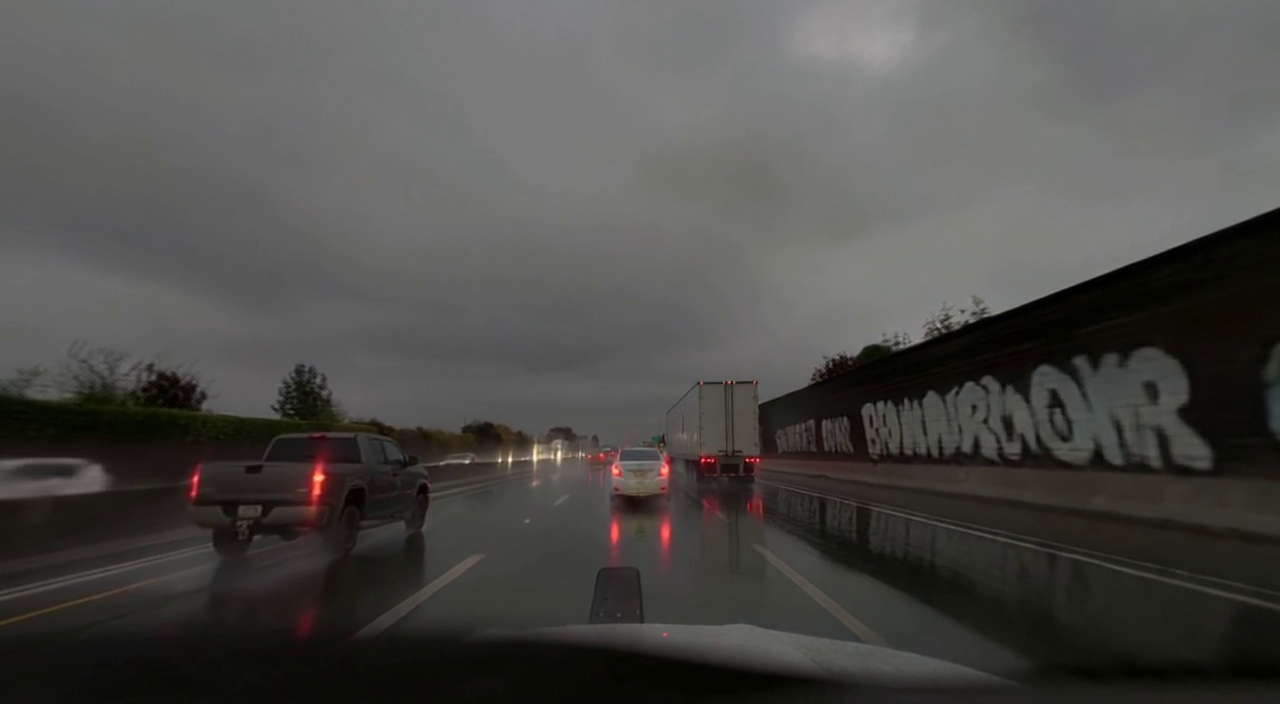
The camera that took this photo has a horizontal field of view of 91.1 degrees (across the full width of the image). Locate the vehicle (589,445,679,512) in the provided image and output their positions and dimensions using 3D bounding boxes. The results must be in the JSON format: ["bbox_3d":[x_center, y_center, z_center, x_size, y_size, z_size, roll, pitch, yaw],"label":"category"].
[{"bbox_3d":[-0.182,3.166,16.225,2.033,1.468,4.015,0,-9,-1],"label":"vehicle"}]

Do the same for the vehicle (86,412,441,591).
[{"bbox_3d":[-4.491,1.837,8.657,1.988,1.750,4.711,0,-9,0],"label":"vehicle"}]

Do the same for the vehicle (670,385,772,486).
[{"bbox_3d":[3.580,4.400,32.372,2.902,4.014,14.446,0,-9,-2],"label":"vehicle"}]

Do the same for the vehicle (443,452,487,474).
[{"bbox_3d":[-12.726,8.060,45.891,1.946,1.474,4.374,-1,-9,0],"label":"vehicle"}]

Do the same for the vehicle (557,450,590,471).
[{"bbox_3d":[-4.967,8.164,47.514,2.067,1.481,4.085,0,-9,0],"label":"vehicle"}]
